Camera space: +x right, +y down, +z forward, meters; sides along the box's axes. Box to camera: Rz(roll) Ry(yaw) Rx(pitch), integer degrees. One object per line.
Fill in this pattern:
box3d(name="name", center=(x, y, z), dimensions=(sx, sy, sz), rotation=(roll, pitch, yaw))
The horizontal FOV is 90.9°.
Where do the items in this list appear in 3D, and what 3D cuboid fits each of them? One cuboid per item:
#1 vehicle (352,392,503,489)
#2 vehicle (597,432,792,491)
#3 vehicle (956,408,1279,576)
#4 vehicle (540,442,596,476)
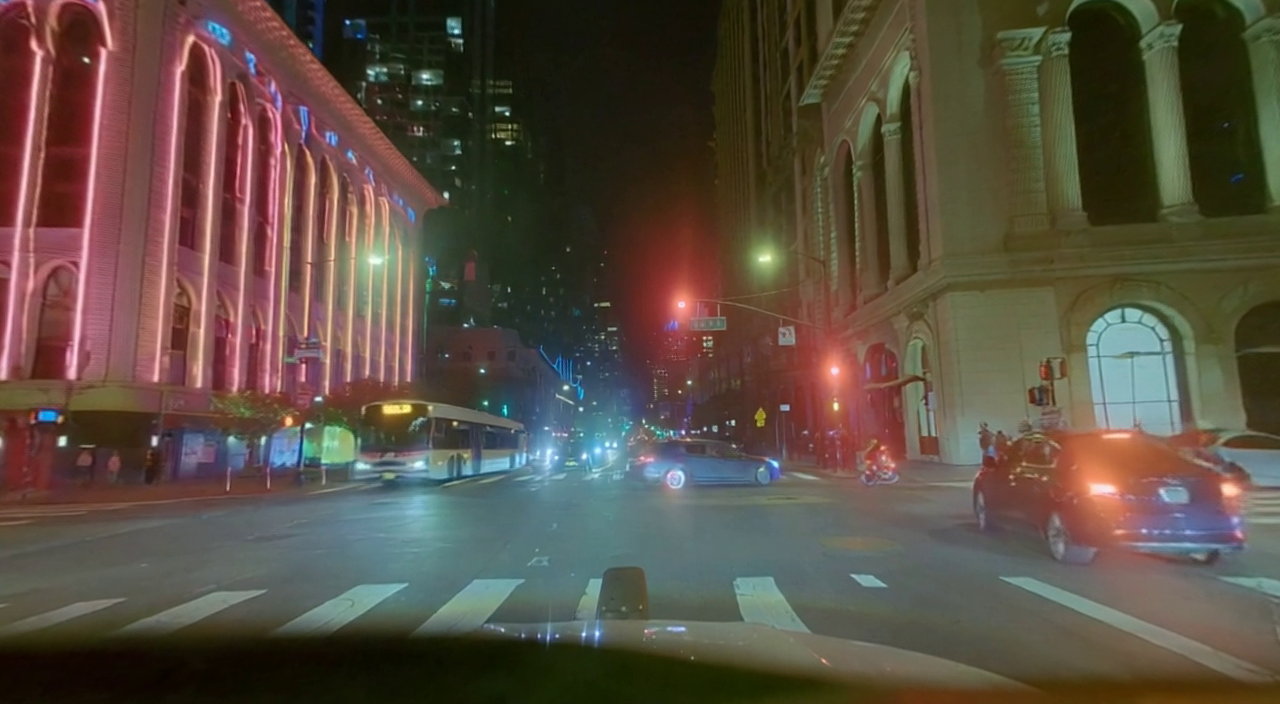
box3d(name="vehicle", center=(-8.691, 3.901, 27.616), dimensions=(2.916, 3.427, 10.189), rotation=(0, -8, 1))
box3d(name="vehicle", center=(1.540, 3.265, 18.894), dimensions=(5.388, 1.465, 2.050), rotation=(-7, -8, 31))
box3d(name="vehicle", center=(5.508, 1.606, 8.070), dimensions=(2.006, 1.495, 4.271), rotation=(-3, -9, 19))
box3d(name="vehicle", center=(-3.151, 4.791, 28.542), dimensions=(1.904, 1.402, 4.759), rotation=(0, -8, 1))
